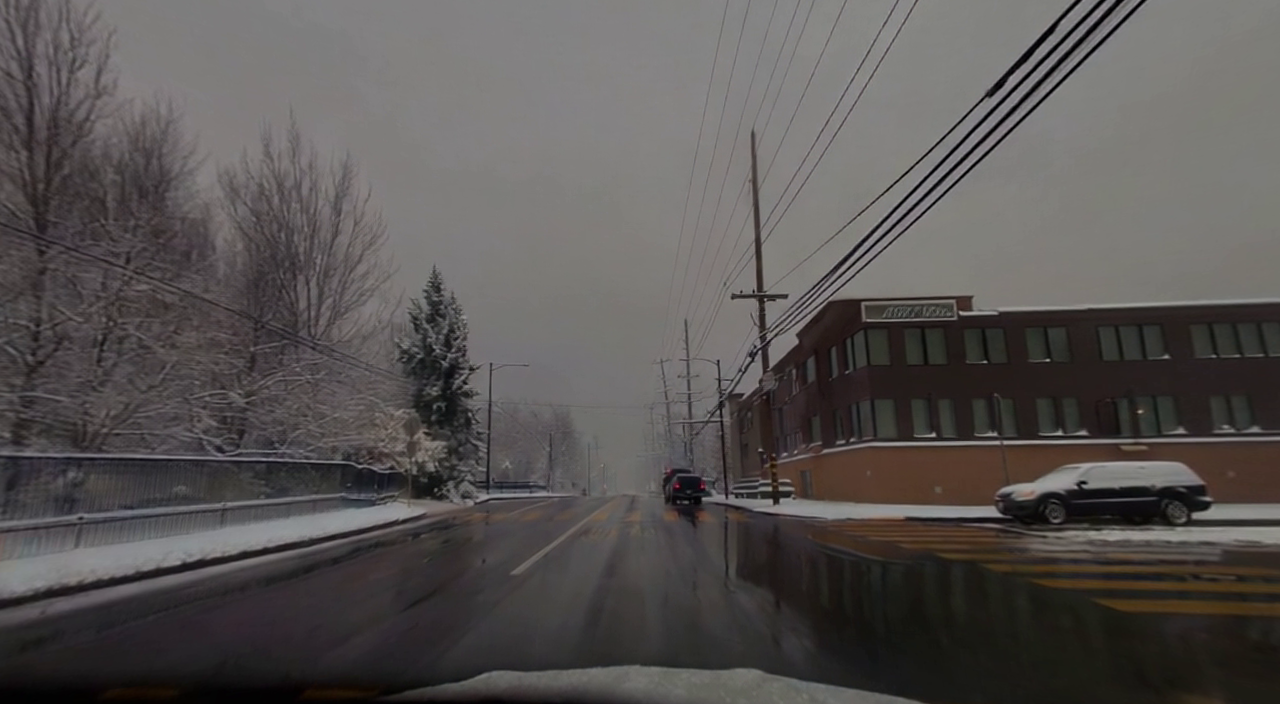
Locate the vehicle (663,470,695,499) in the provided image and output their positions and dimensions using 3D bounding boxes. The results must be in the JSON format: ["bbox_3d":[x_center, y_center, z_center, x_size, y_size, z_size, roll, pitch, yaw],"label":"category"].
[{"bbox_3d":[2.831,9.739,46.563,1.953,1.774,5.008,0,-8,-1],"label":"vehicle"}]

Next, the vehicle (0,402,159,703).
[{"bbox_3d":[-3.213,0.768,0.860,1.911,1.563,4.057,0,-8,0],"label":"vehicle"}]

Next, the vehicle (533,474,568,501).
[{"bbox_3d":[-6.640,10.087,47.118,1.913,1.682,4.365,0,-8,1],"label":"vehicle"}]

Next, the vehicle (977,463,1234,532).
[{"bbox_3d":[11.417,3.560,15.770,4.771,1.492,2.107,0,-8,-3],"label":"vehicle"}]
